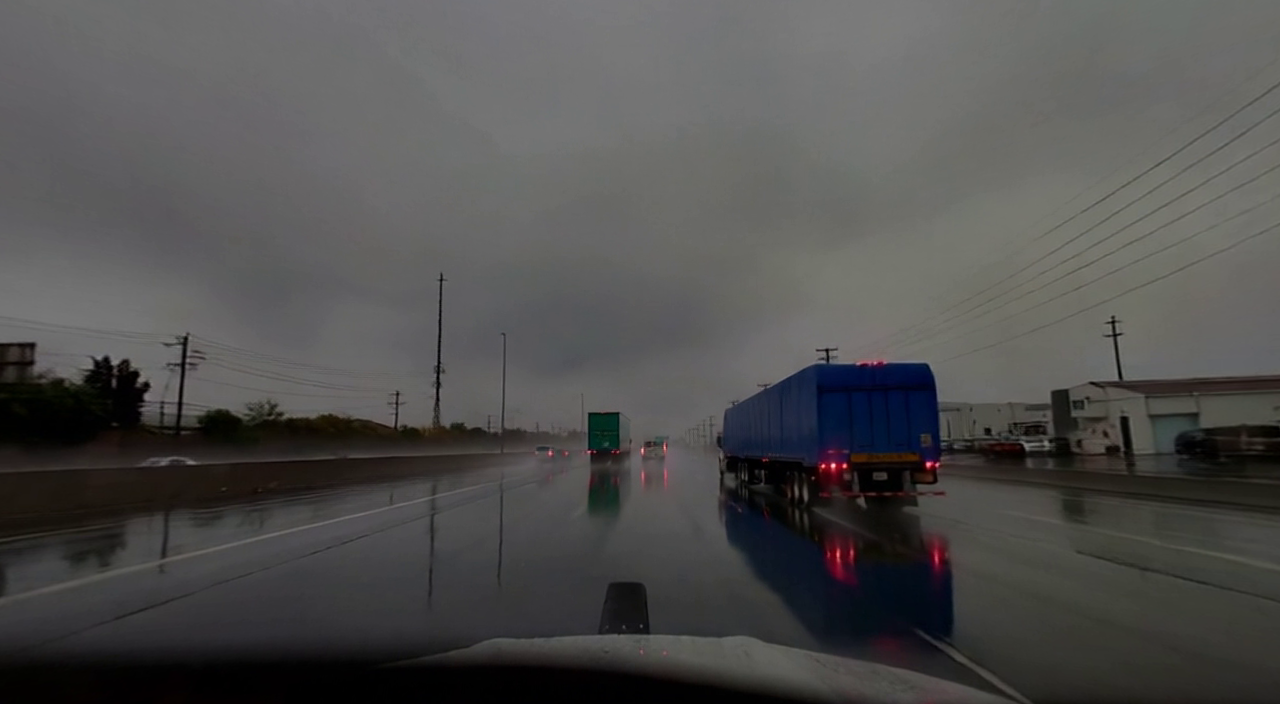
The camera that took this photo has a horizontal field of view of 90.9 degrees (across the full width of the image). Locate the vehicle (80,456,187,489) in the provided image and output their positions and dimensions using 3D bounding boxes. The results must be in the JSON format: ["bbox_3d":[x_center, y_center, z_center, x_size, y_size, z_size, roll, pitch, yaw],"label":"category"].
[{"bbox_3d":[-26.721,6.364,33.521,1.867,1.537,4.532,0,-8,0],"label":"vehicle"}]

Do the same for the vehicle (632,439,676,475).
[{"bbox_3d":[0.742,5.771,34.965,2.279,1.837,4.747,0,-8,0],"label":"vehicle"}]
